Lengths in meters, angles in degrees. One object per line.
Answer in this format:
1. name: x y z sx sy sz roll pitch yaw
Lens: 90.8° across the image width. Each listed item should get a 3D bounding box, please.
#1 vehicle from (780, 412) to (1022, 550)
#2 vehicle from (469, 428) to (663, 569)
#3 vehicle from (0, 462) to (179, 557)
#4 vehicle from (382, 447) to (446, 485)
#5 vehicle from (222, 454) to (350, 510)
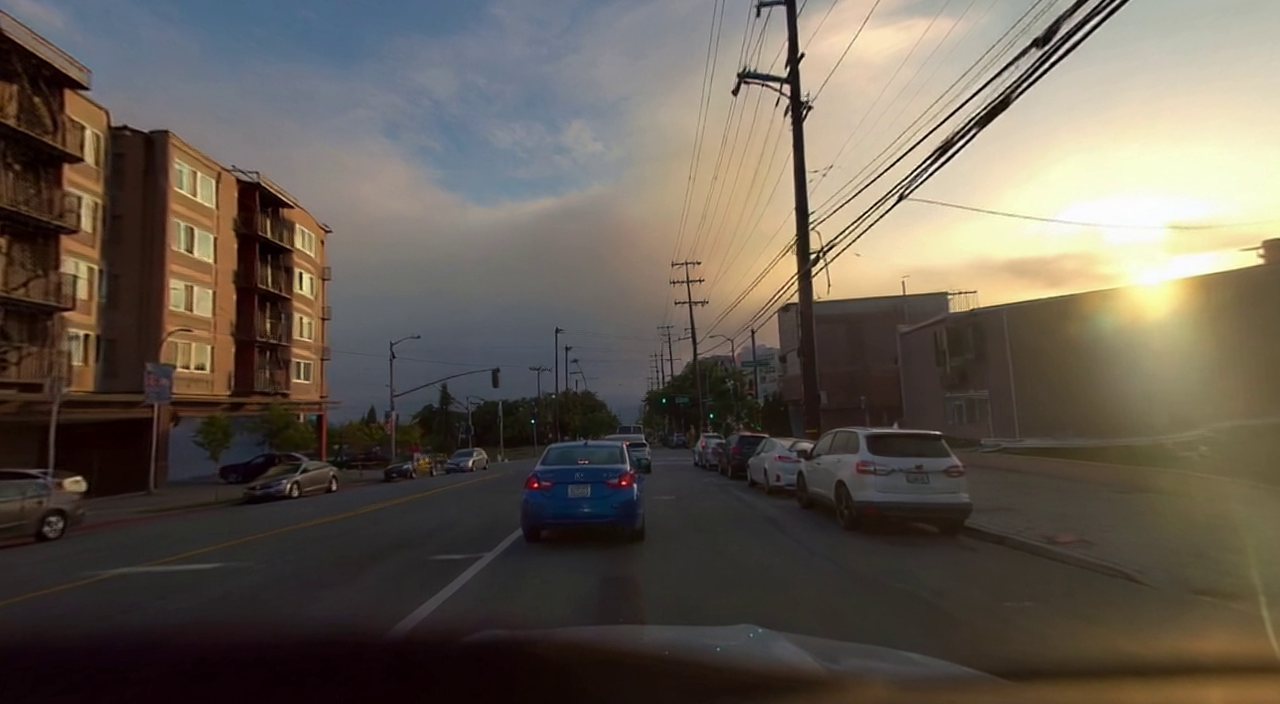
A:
1. vehicle: 3.788 1.952 10.227 1.967 1.721 4.410 0 -8 -1
2. vehicle: -0.783 1.871 8.948 2.019 1.453 4.603 0 -8 0
3. vehicle: -11.883 3.072 12.627 1.850 1.487 4.711 -3 -8 -1
4. vehicle: -11.897 5.984 33.556 2.011 1.687 4.079 -5 -8 -3
5. vehicle: -11.907 4.361 21.640 1.868 1.491 4.367 -4 -9 1
